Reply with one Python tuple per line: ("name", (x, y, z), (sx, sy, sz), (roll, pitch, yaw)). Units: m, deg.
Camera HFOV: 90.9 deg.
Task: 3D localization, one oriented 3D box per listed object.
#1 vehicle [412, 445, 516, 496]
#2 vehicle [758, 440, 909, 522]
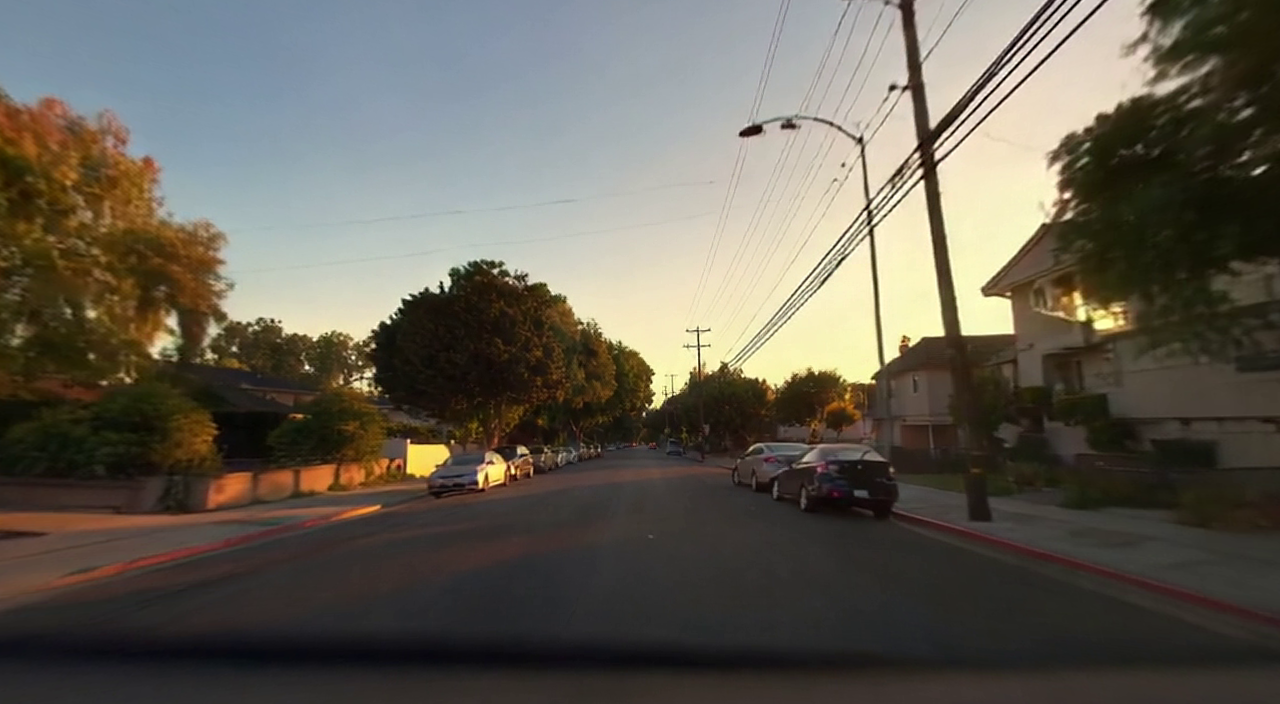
("vehicle", (-5.977, 4.067, 22.152), (2.231, 1.492, 4.727), (0, -8, 1))
("vehicle", (3.853, 2.621, 13.369), (1.851, 1.438, 4.177), (0, -9, 0))
